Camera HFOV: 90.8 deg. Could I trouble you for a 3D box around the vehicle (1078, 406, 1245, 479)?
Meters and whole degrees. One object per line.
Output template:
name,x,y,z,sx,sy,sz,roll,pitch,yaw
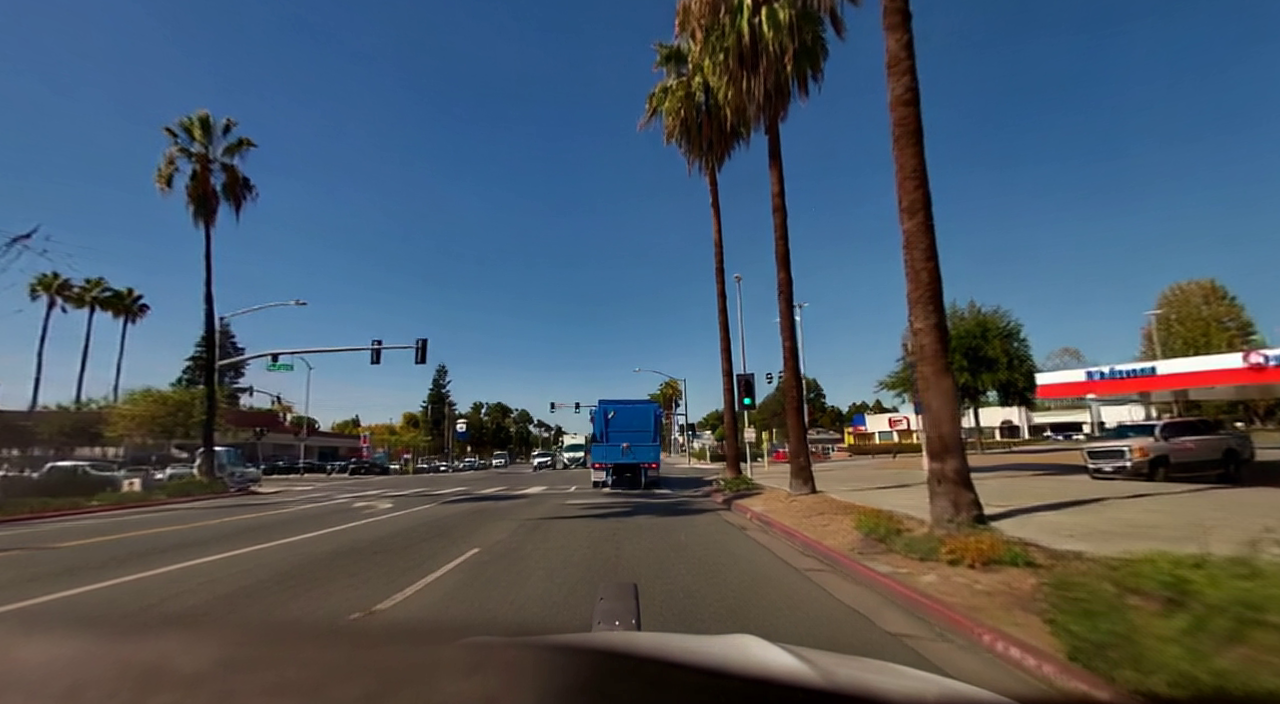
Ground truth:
vehicle,15.801,2.743,19.093,5.078,1.937,2.326,6,-10,-33

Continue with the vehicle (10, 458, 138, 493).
vehicle,-28.118,6.125,31.602,4.303,1.567,2.021,5,-10,-30

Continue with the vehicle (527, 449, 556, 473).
vehicle,-7.491,8.221,47.877,1.997,1.679,4.263,2,-9,-9

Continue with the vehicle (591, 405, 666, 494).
vehicle,-0.264,3.678,24.070,2.463,2.954,5.938,0,-8,2
